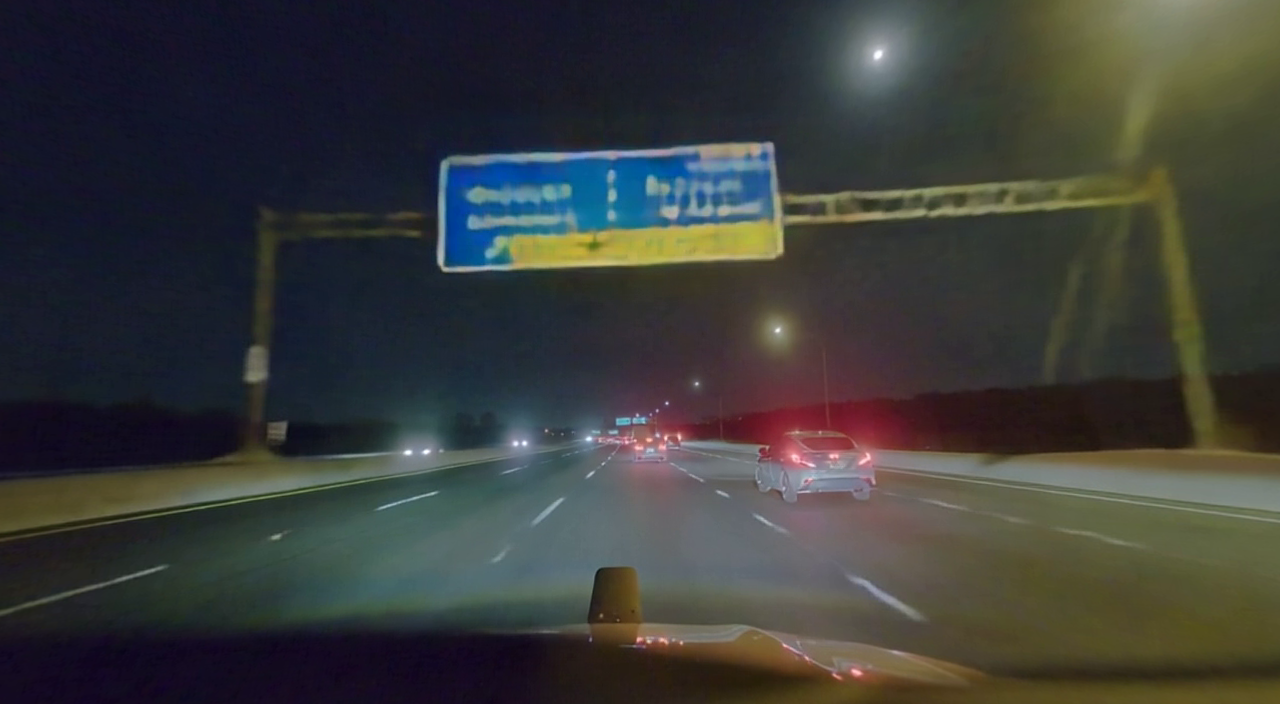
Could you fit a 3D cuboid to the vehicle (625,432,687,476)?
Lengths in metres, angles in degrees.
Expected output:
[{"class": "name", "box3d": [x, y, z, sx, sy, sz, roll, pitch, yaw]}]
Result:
[{"class": "vehicle", "box3d": [0.506, 3.728, 23.281, 2.046, 1.467, 3.844, 0, -8, -2]}]

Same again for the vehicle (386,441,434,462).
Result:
[{"class": "vehicle", "box3d": [-18.055, 7.812, 49.498, 1.997, 1.480, 4.709, 0, -8, 0]}]
